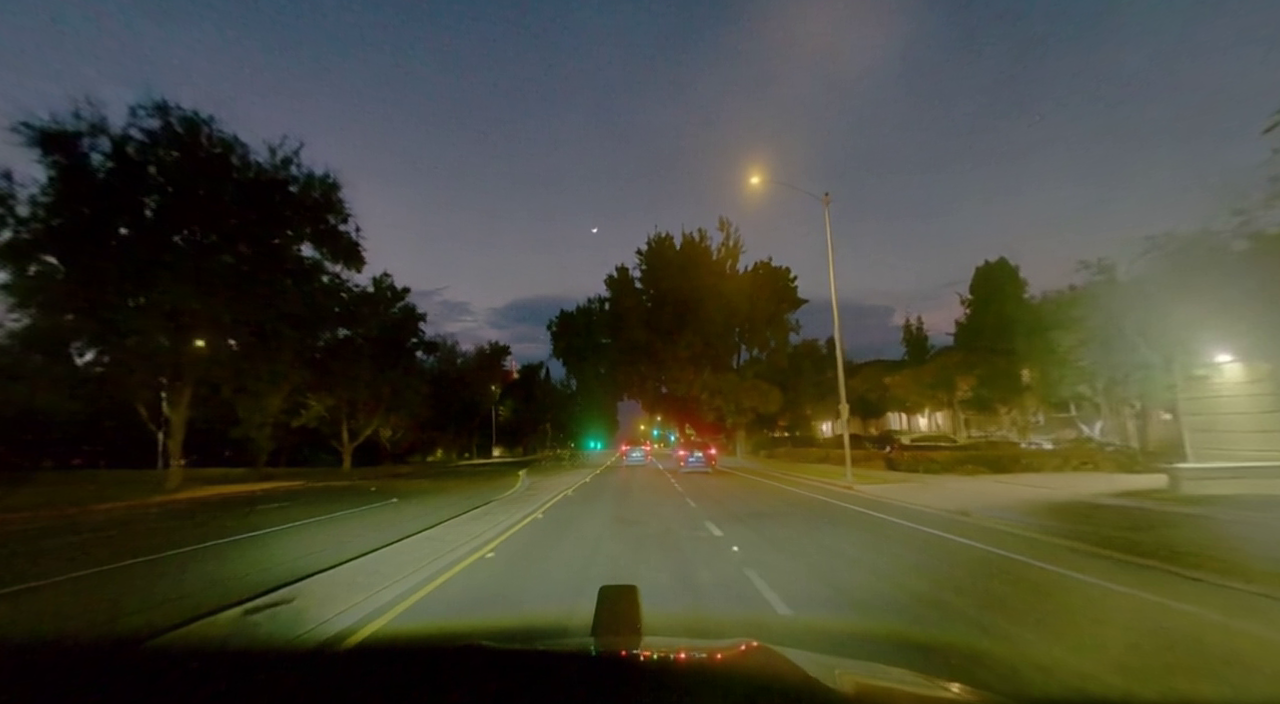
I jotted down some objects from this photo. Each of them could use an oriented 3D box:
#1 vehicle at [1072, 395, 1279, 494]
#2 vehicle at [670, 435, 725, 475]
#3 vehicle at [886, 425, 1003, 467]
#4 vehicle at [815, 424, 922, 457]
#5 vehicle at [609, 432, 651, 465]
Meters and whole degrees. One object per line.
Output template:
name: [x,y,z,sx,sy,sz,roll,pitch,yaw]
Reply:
vehicle: [11.157,1.796,12.232,2.047,1.682,4.074,7,-11,-40]
vehicle: [2.466,4.543,28.026,2.003,1.614,4.072,0,-8,-1]
vehicle: [11.415,3.544,23.837,1.799,1.431,3.486,8,-11,-43]
vehicle: [11.308,4.447,31.515,4.557,1.509,1.971,-8,-12,44]
vehicle: [-0.657,6.034,39.545,2.488,1.881,4.814,0,-8,-1]
